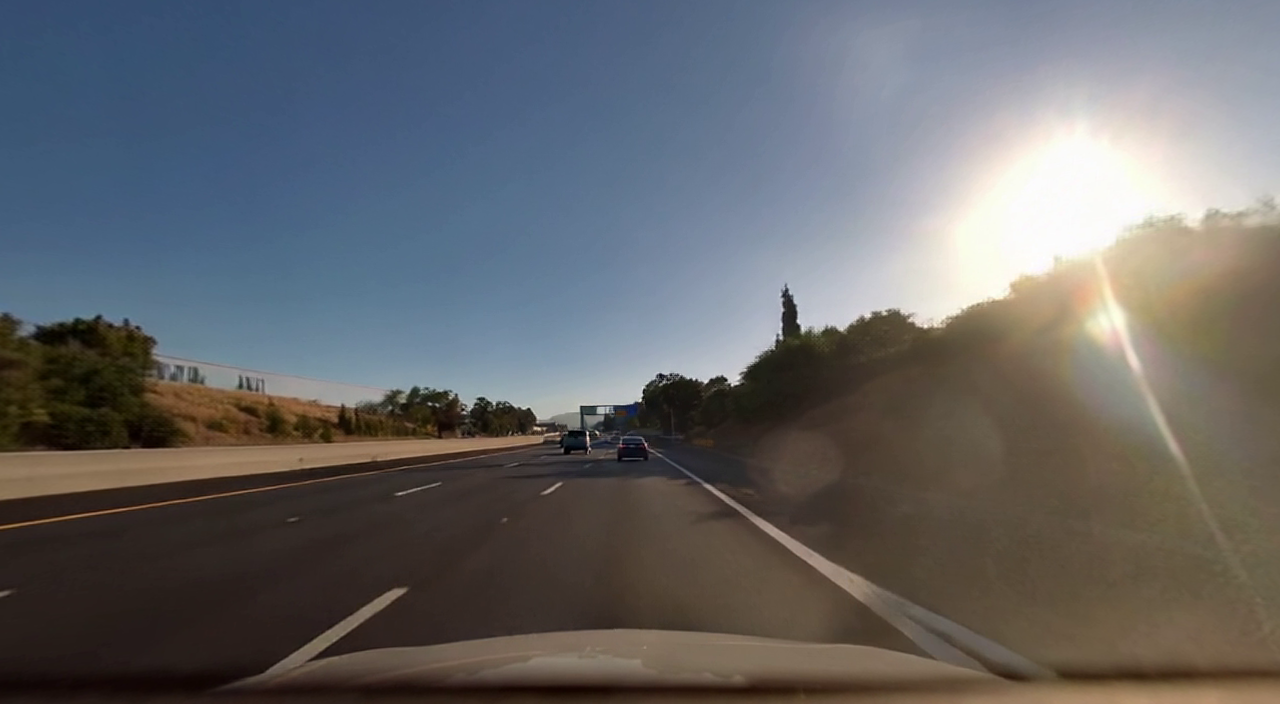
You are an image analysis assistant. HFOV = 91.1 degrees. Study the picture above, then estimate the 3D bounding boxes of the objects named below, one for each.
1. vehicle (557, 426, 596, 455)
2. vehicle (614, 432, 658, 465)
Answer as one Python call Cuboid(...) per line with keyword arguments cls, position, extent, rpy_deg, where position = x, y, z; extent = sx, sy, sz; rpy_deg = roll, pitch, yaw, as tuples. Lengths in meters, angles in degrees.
Cuboid(cls="vehicle", position=(-4.368, 6.191, 43.998), extent=(2.251, 1.938, 4.708), rpy_deg=(0, -8, 0))
Cuboid(cls="vehicle", position=(-0.257, 4.599, 30.114), extent=(1.948, 1.470, 3.913), rpy_deg=(0, -8, -2))
